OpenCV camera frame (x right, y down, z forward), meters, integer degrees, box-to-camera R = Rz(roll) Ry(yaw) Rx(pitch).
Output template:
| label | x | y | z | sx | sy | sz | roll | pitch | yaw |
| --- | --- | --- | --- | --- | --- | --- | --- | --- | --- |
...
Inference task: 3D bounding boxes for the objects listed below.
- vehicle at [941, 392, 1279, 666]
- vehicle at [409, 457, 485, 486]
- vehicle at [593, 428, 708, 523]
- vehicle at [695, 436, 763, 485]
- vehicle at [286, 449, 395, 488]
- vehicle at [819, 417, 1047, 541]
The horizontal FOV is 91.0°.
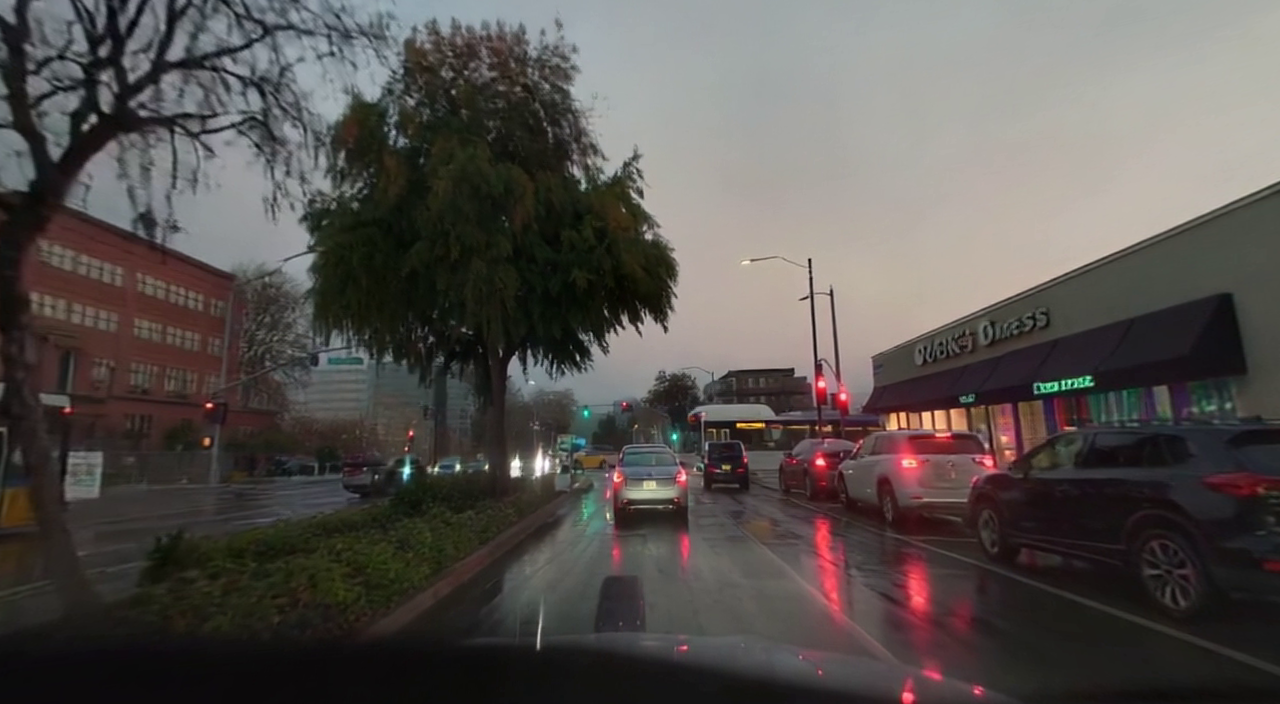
| label | x | y | z | sx | sy | sz | roll | pitch | yaw |
| --- | --- | --- | --- | --- | --- | --- | --- | --- | --- |
| vehicle | 4.951 | 1.410 | 5.948 | 2.014 | 1.681 | 4.332 | 0 | -9 | -1 |
| vehicle | -12.226 | 7.620 | 40.064 | 4.242 | 1.537 | 1.810 | -5 | -11 | 8 |
| vehicle | 0.165 | 2.600 | 13.842 | 2.089 | 1.699 | 4.650 | 0 | -9 | -1 |
| vehicle | 3.313 | 4.125 | 24.193 | 2.222 | 1.688 | 3.952 | 0 | -9 | 3 |
| vehicle | -15.273 | 5.879 | 32.120 | 5.016 | 1.792 | 2.250 | -4 | -9 | 26 |
| vehicle | 4.927 | 2.198 | 11.510 | 2.007 | 1.786 | 4.542 | 0 | -9 | 1 |
